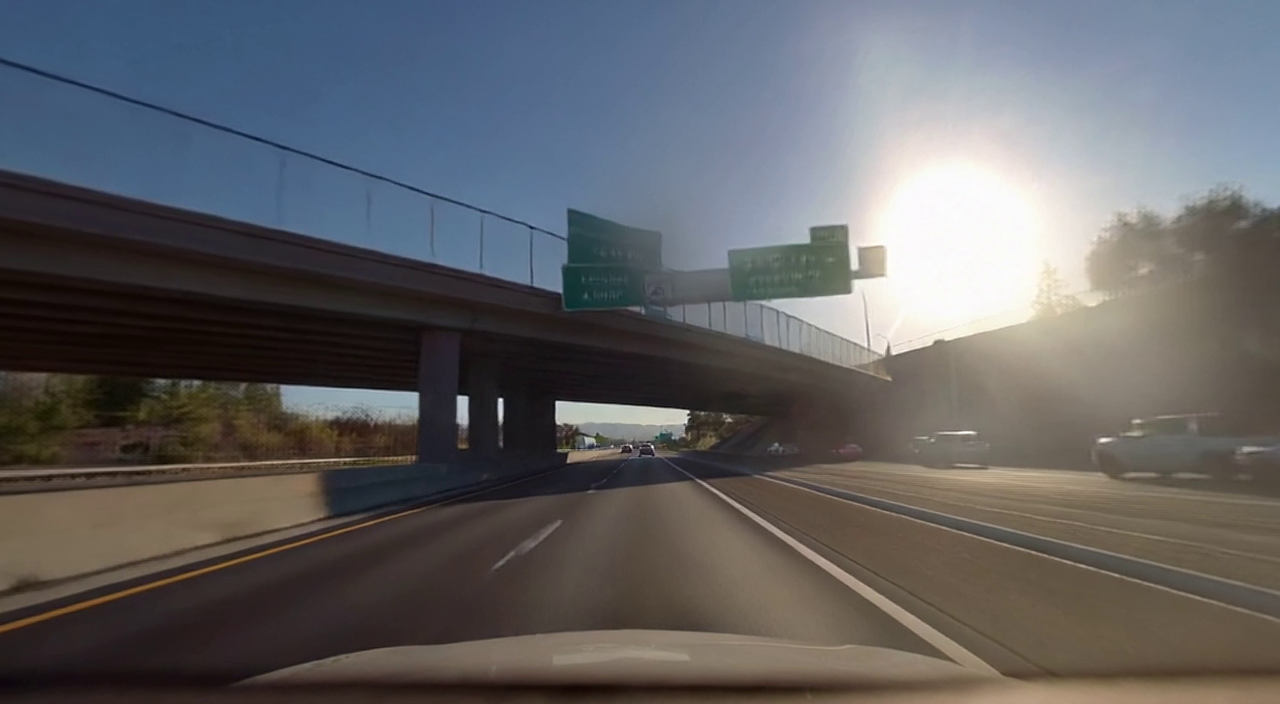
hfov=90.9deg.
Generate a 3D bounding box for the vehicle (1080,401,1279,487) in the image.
[{"bbox_3d":[27.166,4.711,32.255,2.998,3.768,8.212,0,-9,-2],"label":"vehicle"}]
